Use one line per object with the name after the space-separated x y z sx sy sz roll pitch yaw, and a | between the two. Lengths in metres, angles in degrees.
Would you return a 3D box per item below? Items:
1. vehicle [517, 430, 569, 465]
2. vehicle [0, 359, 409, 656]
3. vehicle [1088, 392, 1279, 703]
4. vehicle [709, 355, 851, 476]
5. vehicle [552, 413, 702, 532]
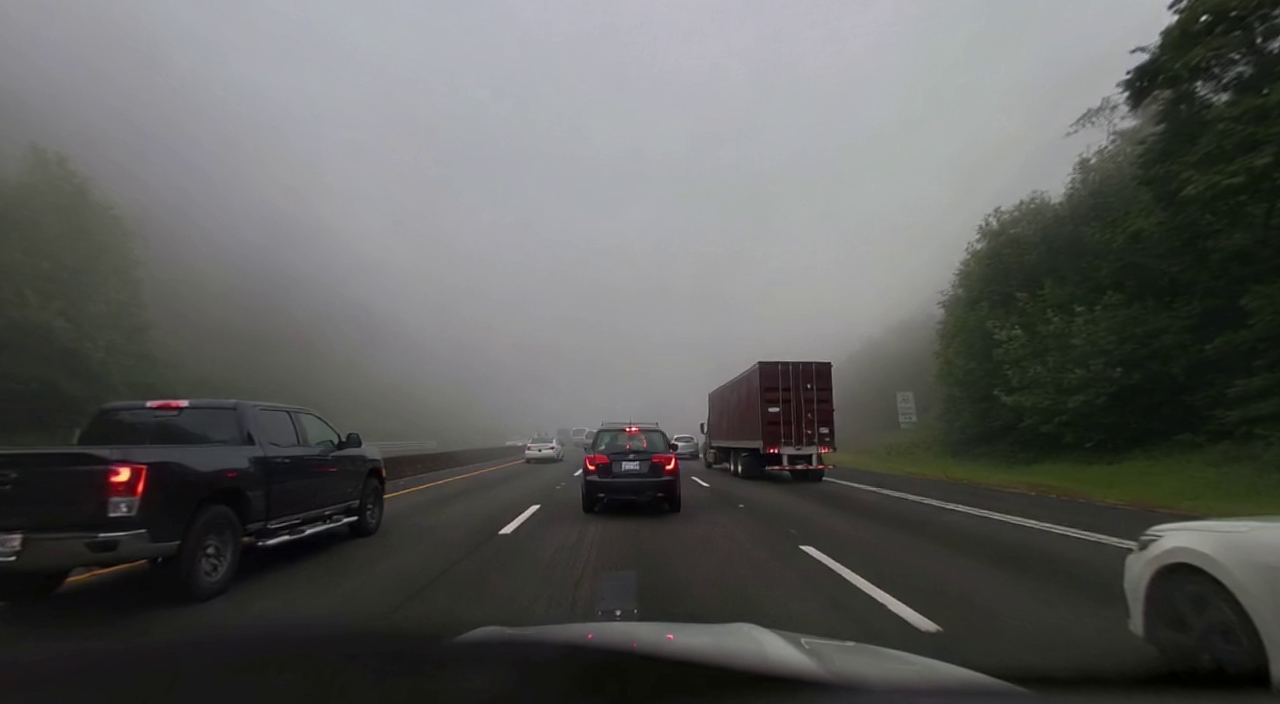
-4.799 4.770 31.617 1.971 1.648 3.983 0 -8 0 | vehicle
-4.194 1.231 6.157 2.101 1.767 4.702 0 -8 0 | vehicle
3.529 0.773 1.531 1.951 1.477 3.963 0 -8 0 | vehicle
5.563 3.100 28.677 2.888 4.135 14.071 0 -8 -1 | vehicle
-0.203 1.942 10.759 2.083 1.647 3.799 0 -8 -1 | vehicle
